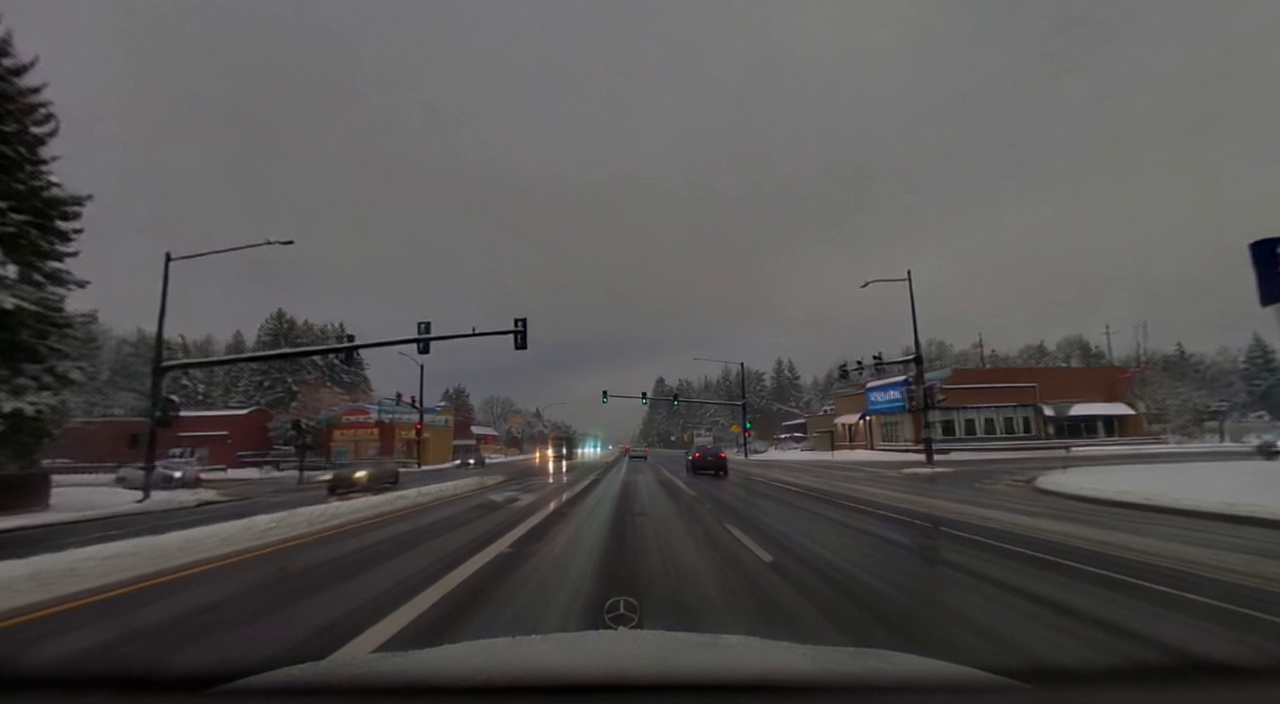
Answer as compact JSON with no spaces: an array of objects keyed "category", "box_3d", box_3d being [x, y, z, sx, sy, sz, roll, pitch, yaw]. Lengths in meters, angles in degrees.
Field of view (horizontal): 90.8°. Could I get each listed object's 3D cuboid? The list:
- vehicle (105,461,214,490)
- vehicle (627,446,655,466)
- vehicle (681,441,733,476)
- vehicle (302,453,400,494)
[{"category":"vehicle","box_3d":[-30.657,7.881,40.450,5.007,1.652,2.378,0,-9,-1]},{"category":"vehicle","box_3d":[0.029,8.192,49.855,2.135,1.468,4.076,0,-9,-1]},{"category":"vehicle","box_3d":[3.286,5.316,31.817,2.022,1.643,4.326,0,-9,-2]},{"category":"vehicle","box_3d":[-11.722,4.941,26.027,1.891,1.481,4.533,0,-9,0]}]
